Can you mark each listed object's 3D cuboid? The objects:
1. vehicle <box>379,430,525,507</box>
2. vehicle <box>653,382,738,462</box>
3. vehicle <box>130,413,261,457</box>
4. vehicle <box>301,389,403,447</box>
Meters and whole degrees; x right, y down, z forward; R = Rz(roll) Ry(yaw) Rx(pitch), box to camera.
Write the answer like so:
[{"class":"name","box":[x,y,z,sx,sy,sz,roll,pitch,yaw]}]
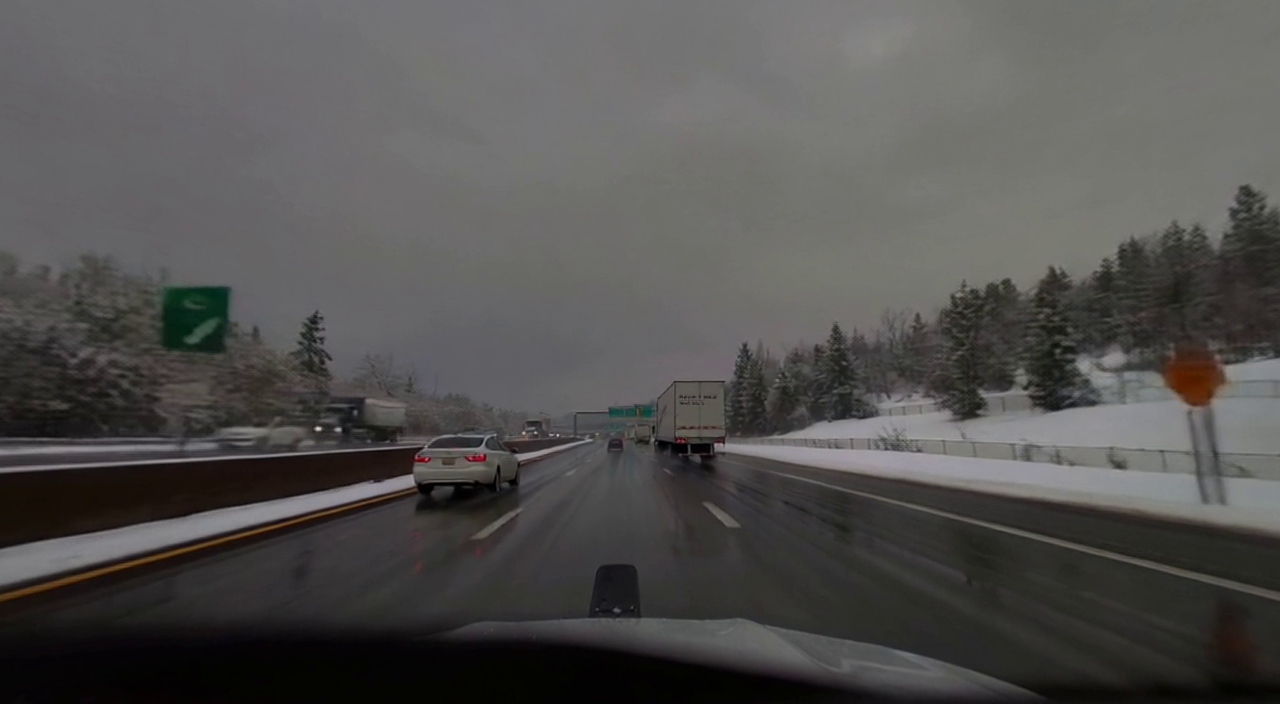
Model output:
[{"class":"vehicle","box":[-3.960,2.506,14.177,1.971,1.444,4.401,0,-8,-1]},{"class":"vehicle","box":[2.945,4.475,38.920,3.241,4.042,14.292,0,-8,-3]},{"class":"vehicle","box":[-16.622,3.148,23.868,1.858,1.485,4.296,0,-8,-1]},{"class":"vehicle","box":[-20.631,4.981,45.984,2.903,3.769,9.823,0,-8,-1]}]
